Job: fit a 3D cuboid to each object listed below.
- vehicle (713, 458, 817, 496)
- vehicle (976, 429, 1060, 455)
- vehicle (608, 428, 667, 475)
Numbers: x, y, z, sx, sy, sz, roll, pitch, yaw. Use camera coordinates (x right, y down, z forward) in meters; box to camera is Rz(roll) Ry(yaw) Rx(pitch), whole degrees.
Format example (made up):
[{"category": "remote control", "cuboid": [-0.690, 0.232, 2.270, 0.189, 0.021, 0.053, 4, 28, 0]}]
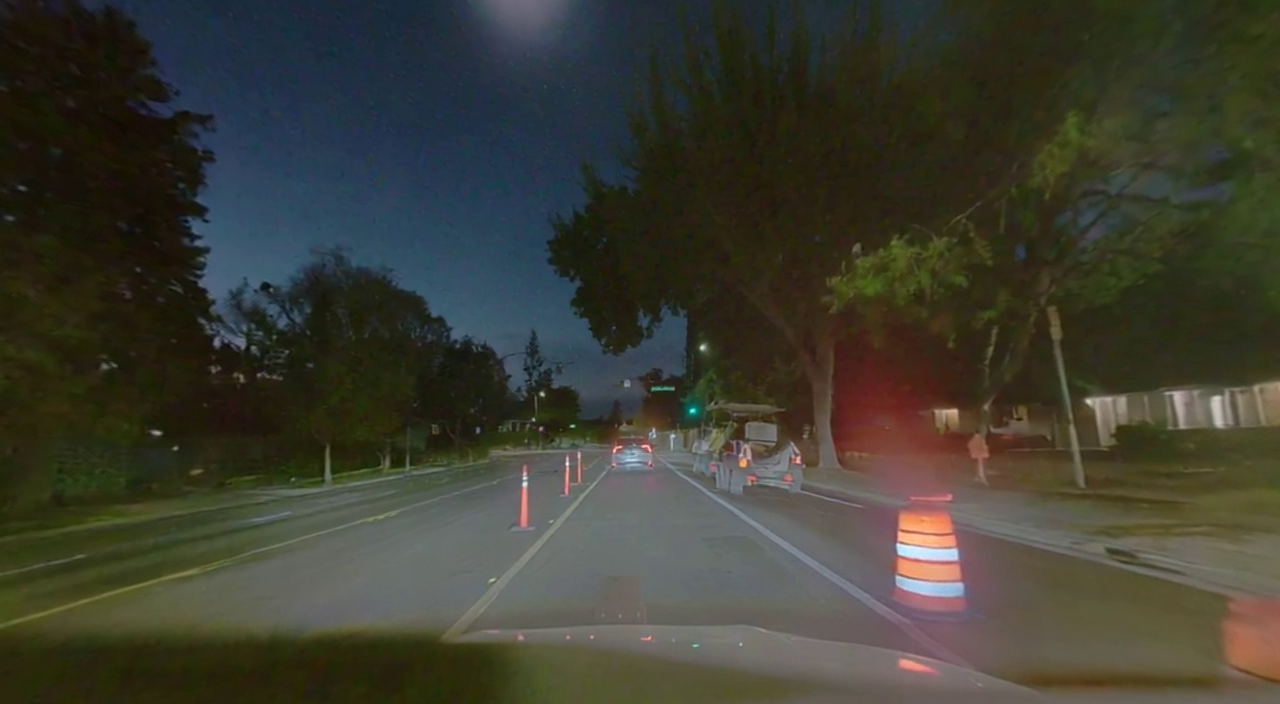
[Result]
[{"category": "vehicle", "cuboid": [3.288, 3.367, 17.188, 2.123, 0.883, 3.024, 0, -8, -2]}, {"category": "vehicle", "cuboid": [24.201, 5.787, 40.409, 4.151, 1.429, 1.743, -2, -8, 2]}, {"category": "vehicle", "cuboid": [-0.147, 3.912, 24.916, 2.151, 1.708, 4.084, 0, -8, -2]}]
